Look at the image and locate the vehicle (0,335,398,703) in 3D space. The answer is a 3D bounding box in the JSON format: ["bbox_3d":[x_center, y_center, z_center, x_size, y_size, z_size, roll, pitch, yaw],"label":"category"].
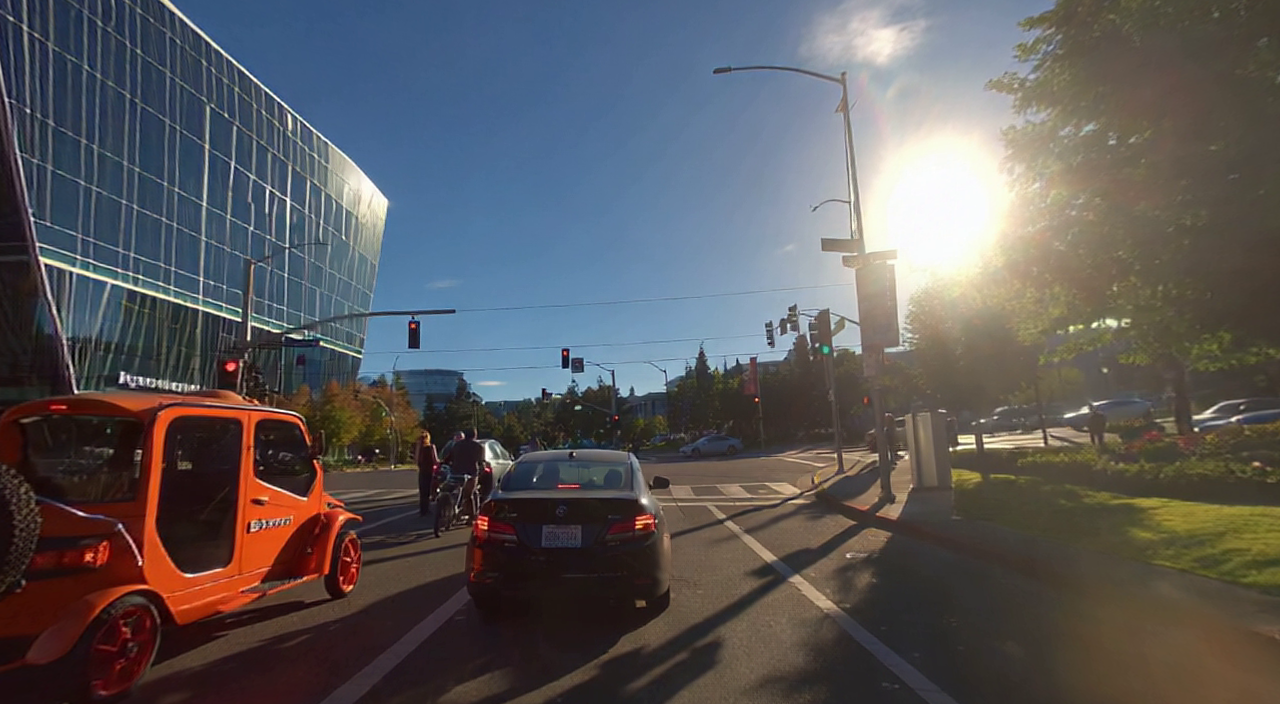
[{"bbox_3d":[-3.614,1.128,4.455,2.000,1.809,4.405,0,-8,0],"label":"vehicle"}]

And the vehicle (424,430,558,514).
[{"bbox_3d":[-3.179,2.655,14.372,1.935,1.615,4.073,-1,-8,2],"label":"vehicle"}]

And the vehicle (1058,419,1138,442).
[{"bbox_3d":[30.694,5.278,42.129,1.751,1.420,4.027,8,-12,-43],"label":"vehicle"}]

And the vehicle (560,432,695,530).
[{"bbox_3d":[-0.149,2.258,11.559,2.025,1.458,4.085,0,-8,1],"label":"vehicle"}]
